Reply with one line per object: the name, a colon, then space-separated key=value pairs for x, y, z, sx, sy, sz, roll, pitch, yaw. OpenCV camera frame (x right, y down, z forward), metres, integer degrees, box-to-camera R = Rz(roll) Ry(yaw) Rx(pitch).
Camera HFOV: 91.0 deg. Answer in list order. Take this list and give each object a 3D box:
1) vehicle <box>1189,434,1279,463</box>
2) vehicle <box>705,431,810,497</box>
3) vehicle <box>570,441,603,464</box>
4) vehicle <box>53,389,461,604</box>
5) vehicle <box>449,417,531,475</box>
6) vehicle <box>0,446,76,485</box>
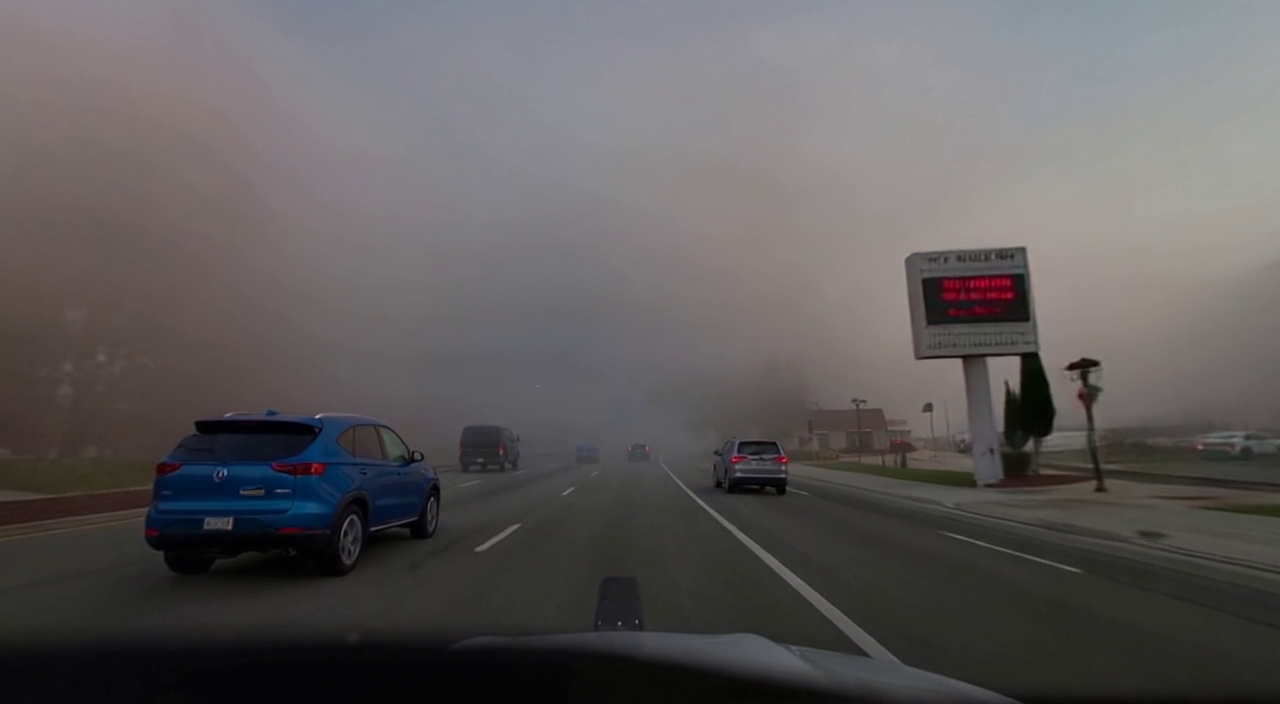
vehicle: x=38.875 y=6.250 z=40.647 sx=2.009 sy=1.754 sz=4.928 roll=1 pitch=-9 yaw=-7
vehicle: x=3.457 y=3.422 z=19.586 sx=2.167 sy=1.792 sz=4.835 roll=0 pitch=-9 yaw=-2
vehicle: x=-4.091 y=7.855 z=49.207 sx=2.133 sy=1.677 sz=4.727 roll=0 pitch=-9 yaw=1
vehicle: x=-3.774 y=1.512 z=7.400 sx=2.038 sy=1.748 sz=4.303 roll=0 pitch=-9 yaw=0
vehicle: x=-7.391 y=4.778 z=31.949 sx=2.863 sy=2.592 sz=6.410 roll=1 pitch=-9 yaw=-3
vehicle: x=-30.169 y=5.327 z=29.829 sx=4.590 sy=1.757 sz=2.157 roll=0 pitch=-9 yaw=-2
